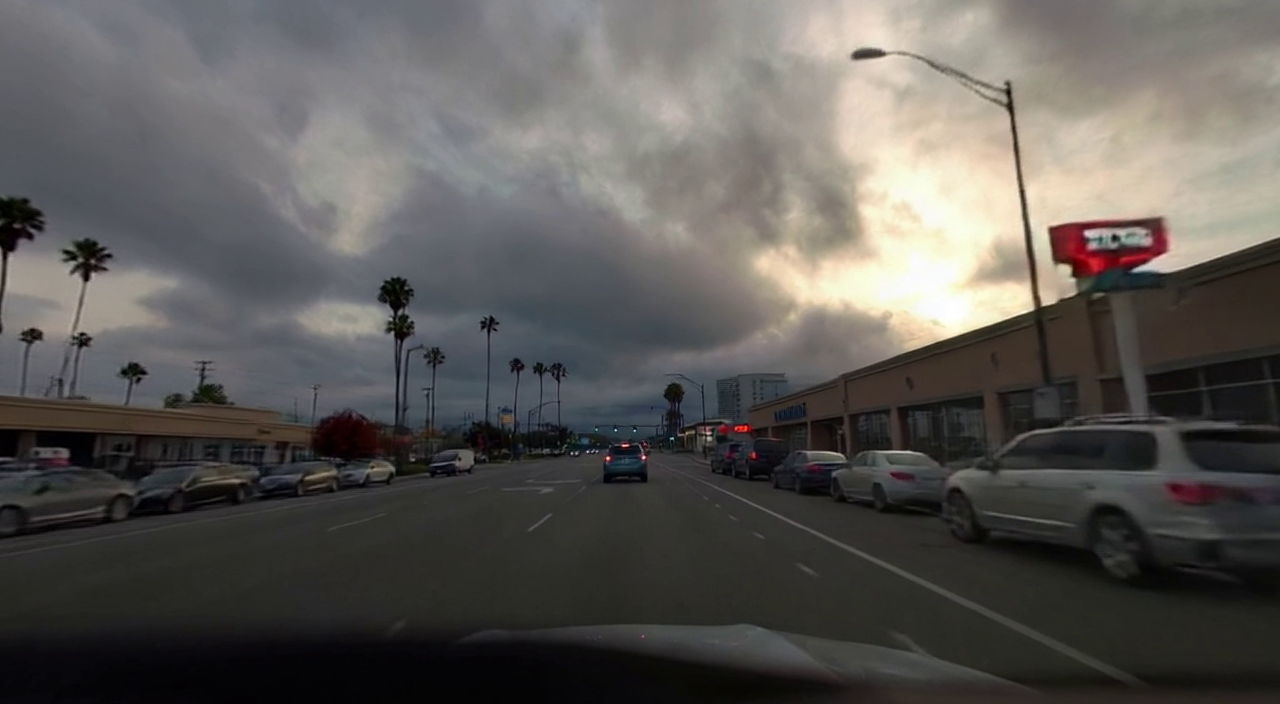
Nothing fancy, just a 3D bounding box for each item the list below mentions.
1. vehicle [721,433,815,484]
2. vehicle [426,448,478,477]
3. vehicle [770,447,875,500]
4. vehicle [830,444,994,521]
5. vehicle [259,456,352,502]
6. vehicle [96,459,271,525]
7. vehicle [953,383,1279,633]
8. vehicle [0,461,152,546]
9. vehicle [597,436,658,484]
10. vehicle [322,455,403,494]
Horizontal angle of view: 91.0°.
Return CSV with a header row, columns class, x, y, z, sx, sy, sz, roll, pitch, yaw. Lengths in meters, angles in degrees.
class,x,y,z,sx,sy,sz,roll,pitch,yaw
vehicle,5.425,4.638,27.789,2.568,1.974,6.203,0,-8,-3
vehicle,-13.480,7.918,45.397,2.296,1.847,4.856,-3,-8,0
vehicle,5.562,3.728,19.878,1.805,1.429,4.911,0,-8,-1
vehicle,5.914,2.850,14.387,1.727,1.456,4.569,0,-8,0
vehicle,-13.267,5.019,25.232,1.774,1.522,3.699,-2,-8,-1
vehicle,-13.067,3.988,18.453,1.804,1.441,4.534,-4,-8,0
vehicle,5.864,1.527,7.158,2.129,1.895,4.671,0,-8,-1
vehicle,-13.200,3.277,13.645,1.840,1.521,4.450,-6,-8,-1
vehicle,-0.453,4.274,25.173,2.239,1.763,4.096,0,-8,0
vehicle,-13.322,5.882,30.552,1.914,1.489,4.523,-4,-8,0
